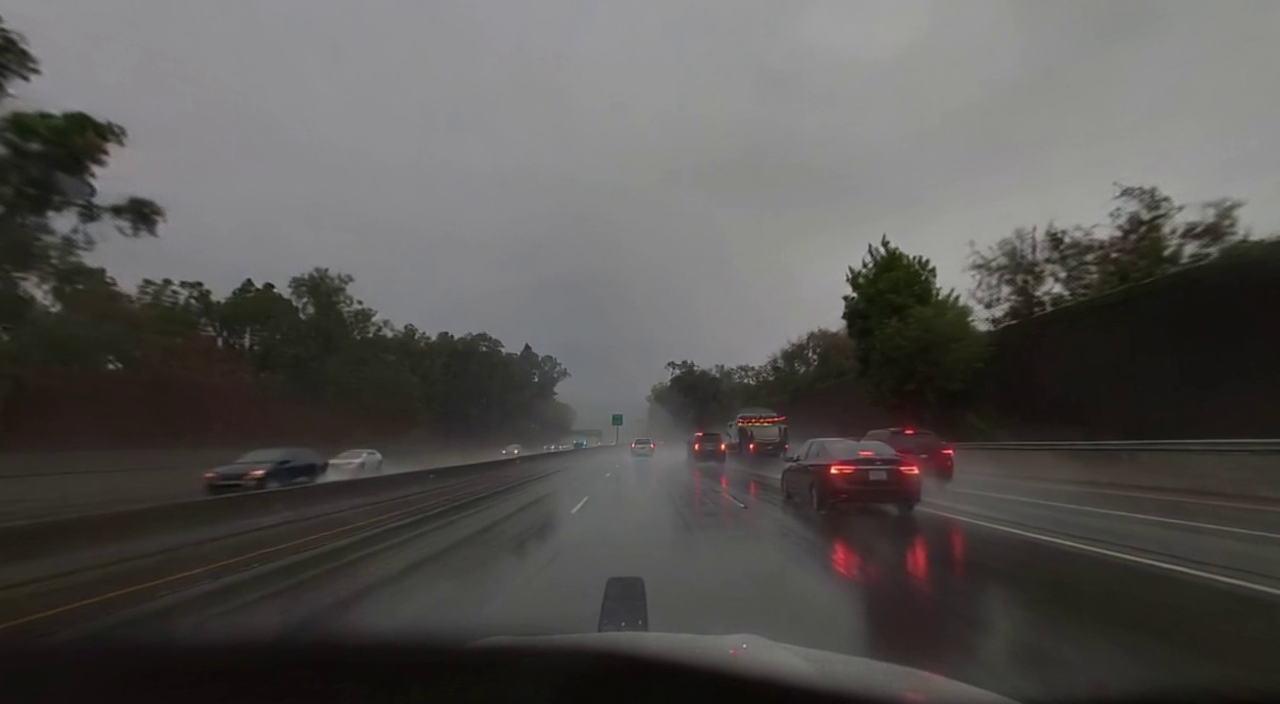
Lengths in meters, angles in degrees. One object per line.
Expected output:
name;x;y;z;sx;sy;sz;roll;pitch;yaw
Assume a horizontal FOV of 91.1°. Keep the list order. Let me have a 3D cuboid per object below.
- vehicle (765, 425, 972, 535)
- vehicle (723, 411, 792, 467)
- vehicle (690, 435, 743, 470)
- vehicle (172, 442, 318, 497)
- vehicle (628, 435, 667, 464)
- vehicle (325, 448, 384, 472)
vehicle;3.629;2.108;11.044;1.888;1.501;4.608;0;-8;0
vehicle;7.972;6.147;44.124;3.049;3.525;9.248;0;-8;0
vehicle;3.826;5.127;32.197;2.084;1.668;4.511;0;-8;-1
vehicle;-13.471;3.993;21.847;1.987;1.671;4.600;0;-8;1
vehicle;0.465;6.117;39.492;2.313;1.736;4.215;0;-8;1
vehicle;-20.510;7.765;45.305;1.942;1.613;4.648;0;-8;1
